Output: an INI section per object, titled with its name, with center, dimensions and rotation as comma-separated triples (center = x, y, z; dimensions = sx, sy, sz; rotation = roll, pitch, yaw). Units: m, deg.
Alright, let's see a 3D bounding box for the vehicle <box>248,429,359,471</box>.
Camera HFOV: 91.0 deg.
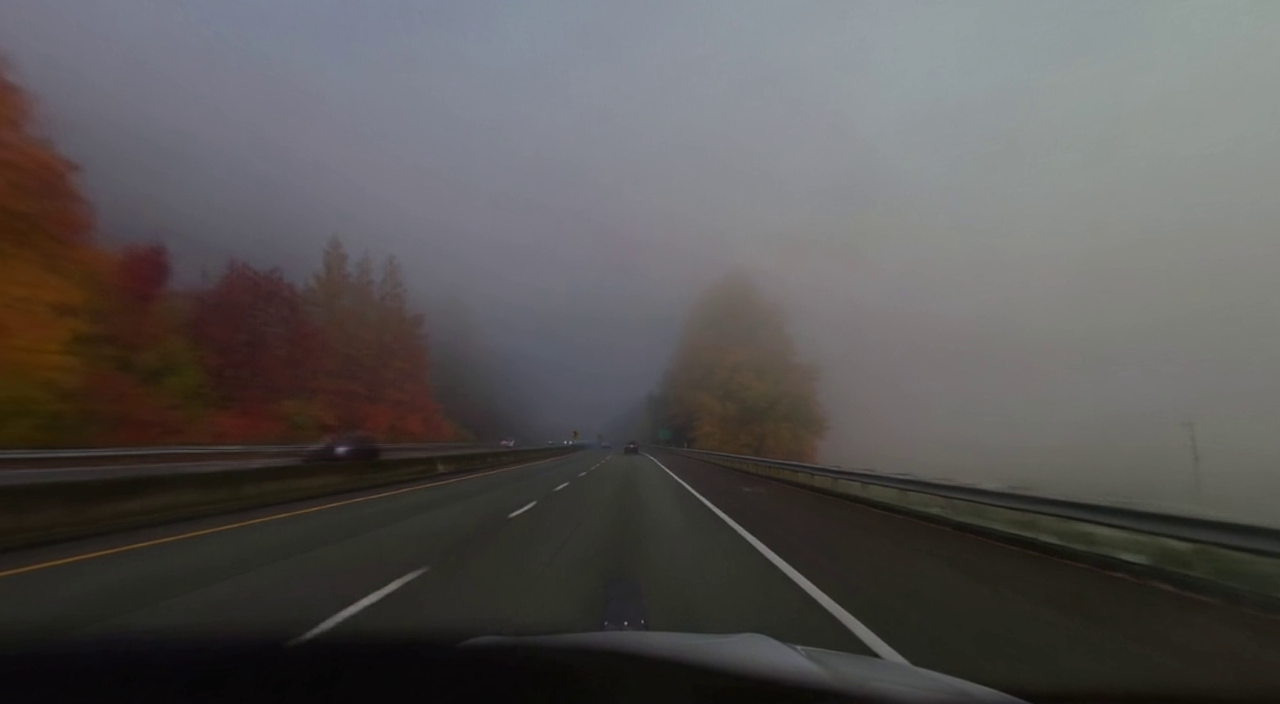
[vehicle]
center = -13.456, 3.945, 25.565
dimensions = 1.870, 1.530, 4.700
rotation = 0, -8, 1
